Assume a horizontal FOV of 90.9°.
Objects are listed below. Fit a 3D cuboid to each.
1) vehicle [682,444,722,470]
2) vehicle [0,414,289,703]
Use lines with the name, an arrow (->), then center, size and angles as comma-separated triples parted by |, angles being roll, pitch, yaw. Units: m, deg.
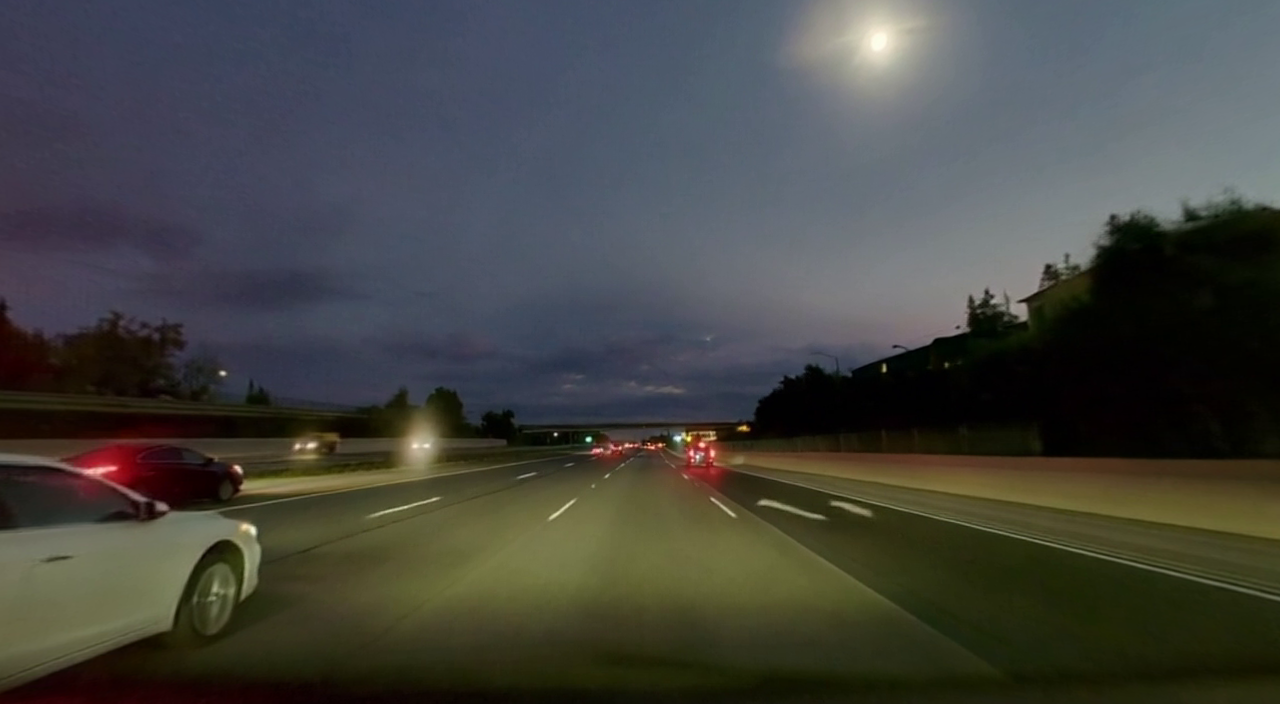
vehicle -> 3.841, 6.597, 39.935 | 2.059, 1.509, 4.670 | 0, -8, 0
vehicle -> -3.766, 1.012, 2.677 | 1.990, 1.477, 4.308 | 0, -8, 1
